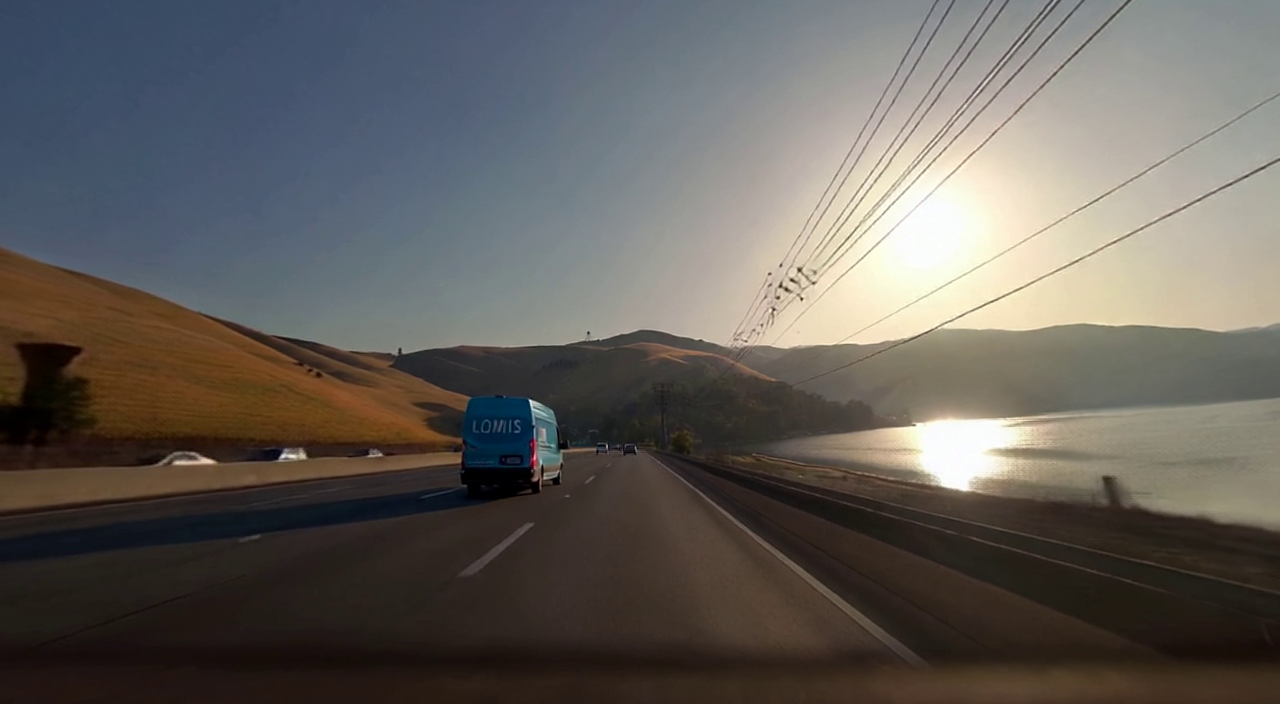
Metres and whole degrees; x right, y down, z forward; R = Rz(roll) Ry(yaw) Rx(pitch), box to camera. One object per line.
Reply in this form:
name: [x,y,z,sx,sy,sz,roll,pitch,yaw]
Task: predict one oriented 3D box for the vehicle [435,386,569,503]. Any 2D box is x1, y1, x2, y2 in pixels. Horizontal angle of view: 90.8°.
vehicle: [-3.634,2.673,18.306,2.331,2.757,6.581,0,-8,0]
